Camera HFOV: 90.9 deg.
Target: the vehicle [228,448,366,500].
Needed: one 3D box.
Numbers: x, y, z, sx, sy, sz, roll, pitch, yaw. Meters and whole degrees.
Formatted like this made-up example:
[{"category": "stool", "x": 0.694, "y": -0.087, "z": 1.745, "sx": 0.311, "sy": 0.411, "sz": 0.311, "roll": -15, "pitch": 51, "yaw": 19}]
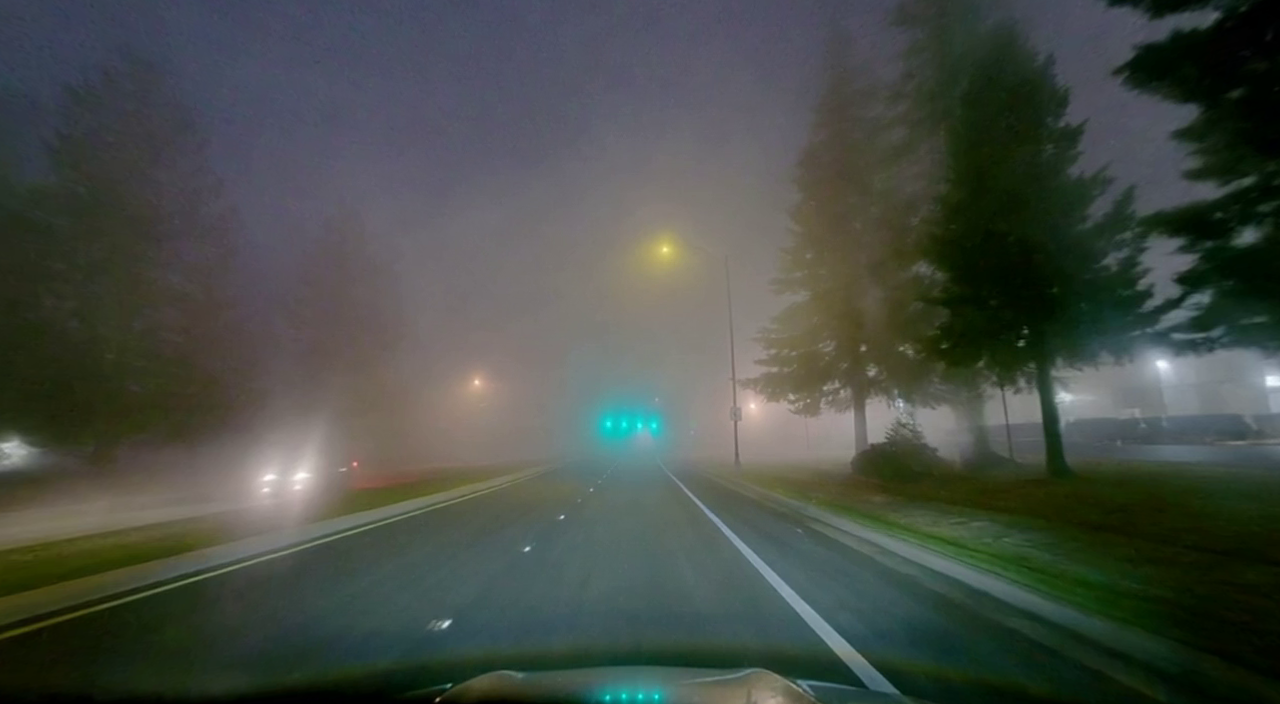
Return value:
[{"category": "vehicle", "x": -11.272, "y": 4.003, "z": 21.174, "sx": 2.113, "sy": 1.488, "sz": 4.509, "roll": 0, "pitch": -8, "yaw": 0}]
